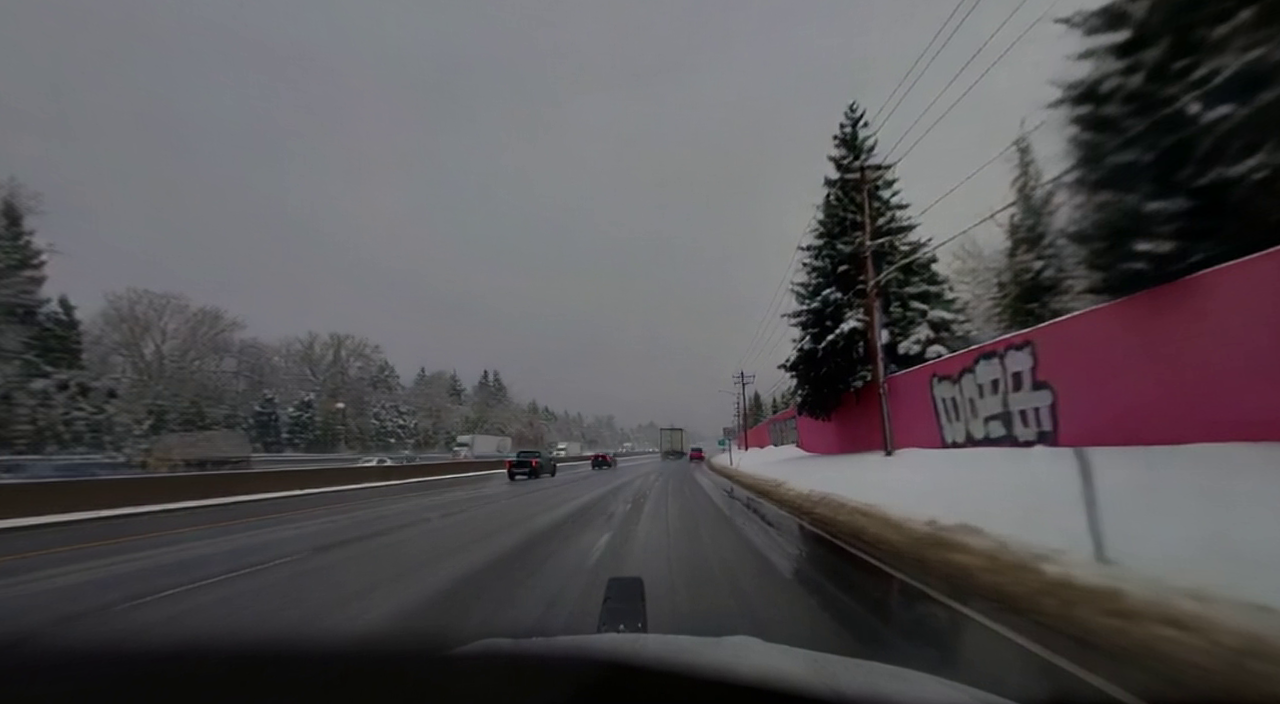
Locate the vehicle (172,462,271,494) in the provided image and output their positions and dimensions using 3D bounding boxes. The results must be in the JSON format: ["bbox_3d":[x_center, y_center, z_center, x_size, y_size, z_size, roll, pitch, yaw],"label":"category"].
[{"bbox_3d":[-20.884,6.278,31.685,1.860,1.423,4.198,-1,-9,4],"label":"vehicle"}]

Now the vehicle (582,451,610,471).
[{"bbox_3d":[-3.283,8.235,47.658,1.708,1.489,2.840,-1,-9,5],"label":"vehicle"}]

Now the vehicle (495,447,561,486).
[{"bbox_3d":[-4.782,4.927,27.436,1.966,1.565,3.766,-1,-9,4],"label":"vehicle"}]

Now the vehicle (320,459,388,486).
[{"bbox_3d":[-16.475,6.930,36.498,1.840,1.431,4.016,-1,-9,4],"label":"vehicle"}]
